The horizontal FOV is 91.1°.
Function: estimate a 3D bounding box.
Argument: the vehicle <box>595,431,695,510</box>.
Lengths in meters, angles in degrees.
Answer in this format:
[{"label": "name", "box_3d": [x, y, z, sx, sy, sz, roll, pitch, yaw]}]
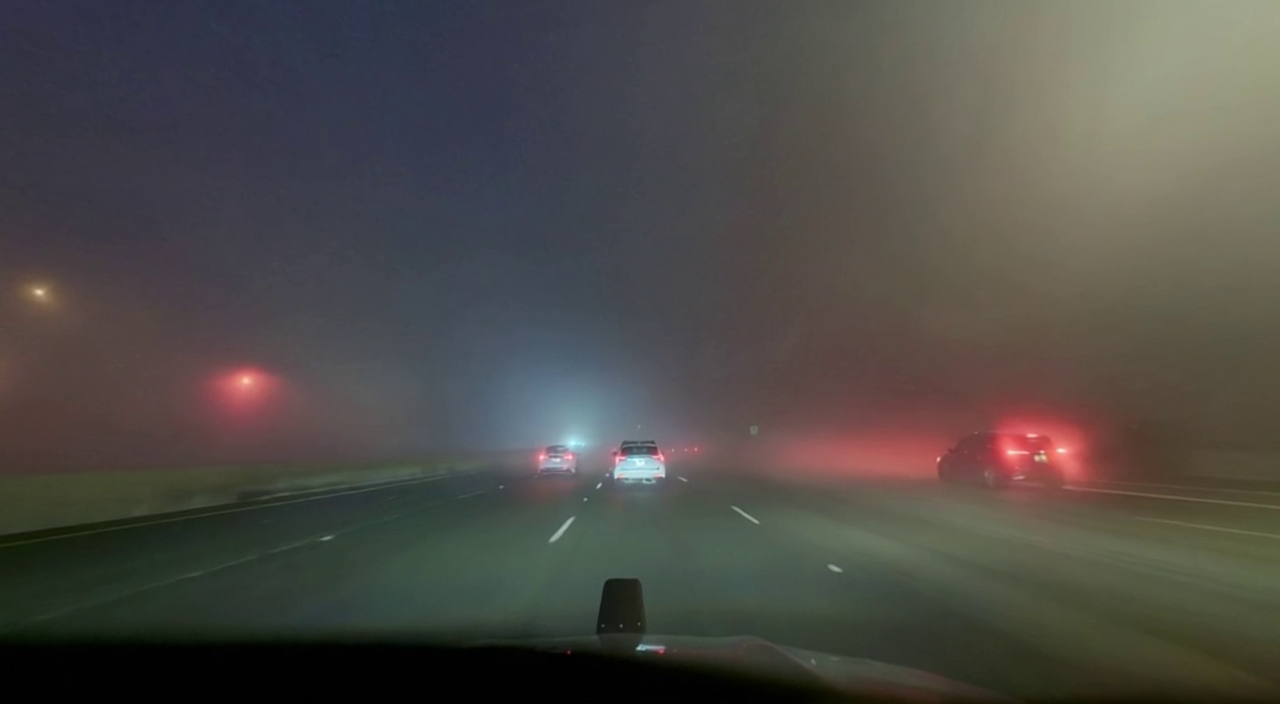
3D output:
[{"label": "vehicle", "box_3d": [0.096, 2.793, 15.291, 2.099, 1.640, 4.134, 0, -9, 0]}]

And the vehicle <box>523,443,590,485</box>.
[{"label": "vehicle", "box_3d": [-3.170, 4.354, 24.800, 2.011, 1.510, 4.698, 0, -9, 0]}]

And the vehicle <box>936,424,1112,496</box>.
[{"label": "vehicle", "box_3d": [10.642, 3.023, 17.929, 2.133, 1.770, 4.537, 0, -9, 0]}]
